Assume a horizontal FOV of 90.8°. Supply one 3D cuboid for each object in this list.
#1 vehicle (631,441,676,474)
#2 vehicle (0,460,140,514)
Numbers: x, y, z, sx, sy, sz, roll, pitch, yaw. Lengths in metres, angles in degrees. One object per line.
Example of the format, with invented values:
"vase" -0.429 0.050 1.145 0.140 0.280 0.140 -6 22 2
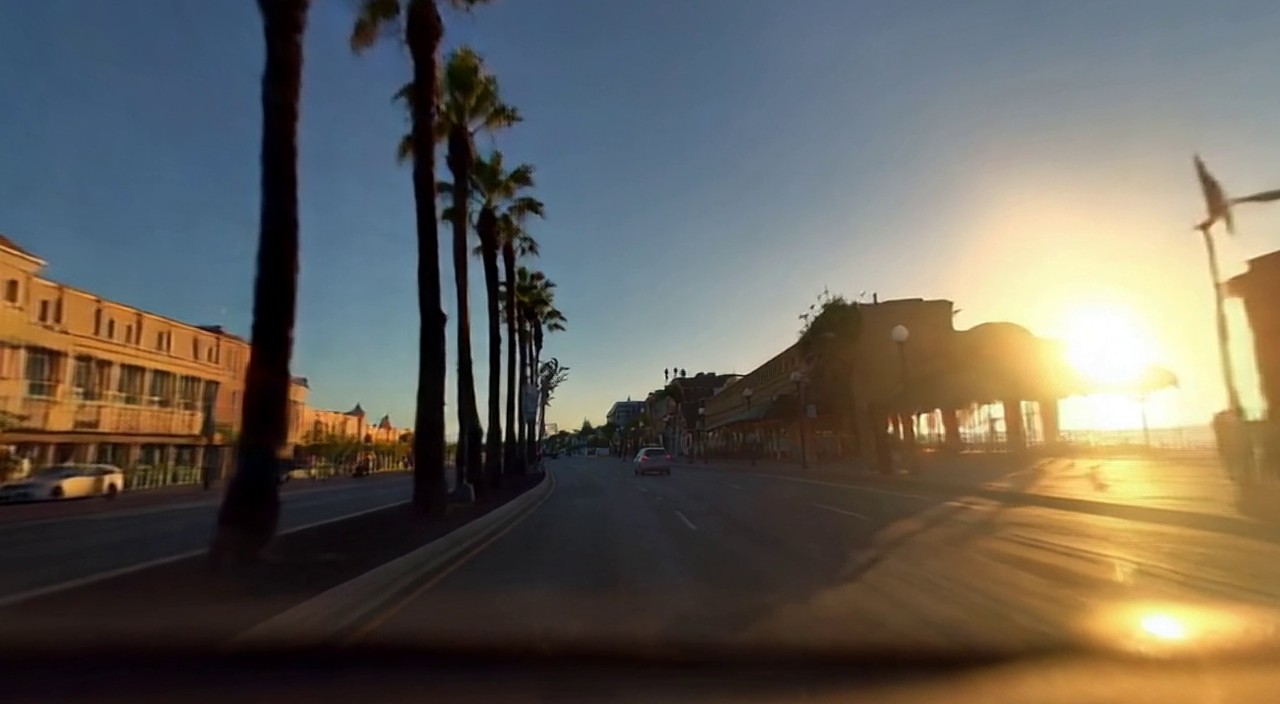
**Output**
"vehicle" 0.767 6.954 42.063 2.284 2.010 6.670 0 -8 -5
"vehicle" -21.804 4.944 23.633 2.285 1.689 4.968 0 -9 -3
